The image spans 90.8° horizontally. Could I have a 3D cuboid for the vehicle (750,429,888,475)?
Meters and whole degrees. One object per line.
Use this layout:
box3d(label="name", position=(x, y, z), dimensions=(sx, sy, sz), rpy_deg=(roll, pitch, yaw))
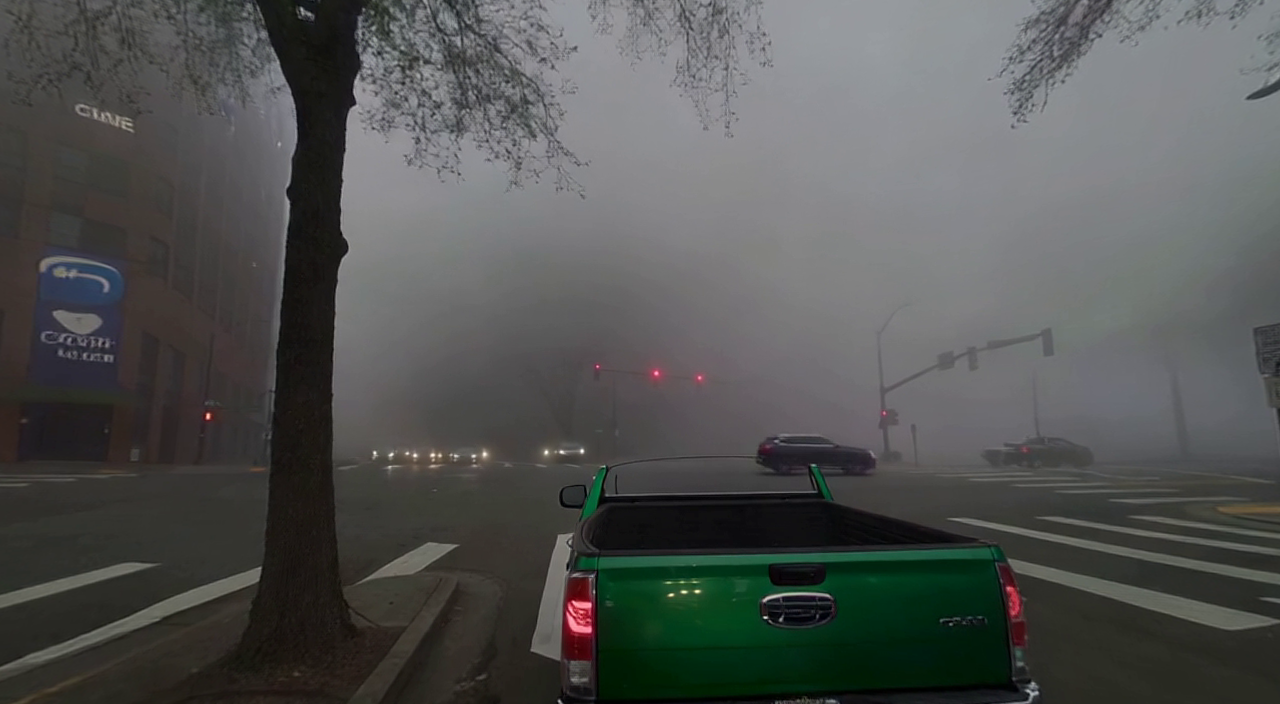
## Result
box3d(label="vehicle", position=(7.908, 4.495, 28.413), dimensions=(5.667, 1.927, 2.289), rpy_deg=(-2, -9, 13))

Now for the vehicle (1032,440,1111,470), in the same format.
box3d(label="vehicle", position=(26.347, 6.267, 38.561), dimensions=(4.541, 1.731, 2.007), rpy_deg=(5, -10, -28))

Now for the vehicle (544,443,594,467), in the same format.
box3d(label="vehicle", position=(-4.620, 6.564, 40.439), dimensions=(1.879, 1.464, 4.457), rpy_deg=(4, -9, -24))

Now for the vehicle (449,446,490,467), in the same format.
box3d(label="vehicle", position=(-12.629, 7.762, 47.081), dimensions=(1.946, 1.474, 4.008), rpy_deg=(0, -9, 0))

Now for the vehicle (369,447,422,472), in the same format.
box3d(label="vehicle", position=(-16.265, 7.144, 42.251), dimensions=(1.883, 1.586, 4.297), rpy_deg=(0, -9, 0))
